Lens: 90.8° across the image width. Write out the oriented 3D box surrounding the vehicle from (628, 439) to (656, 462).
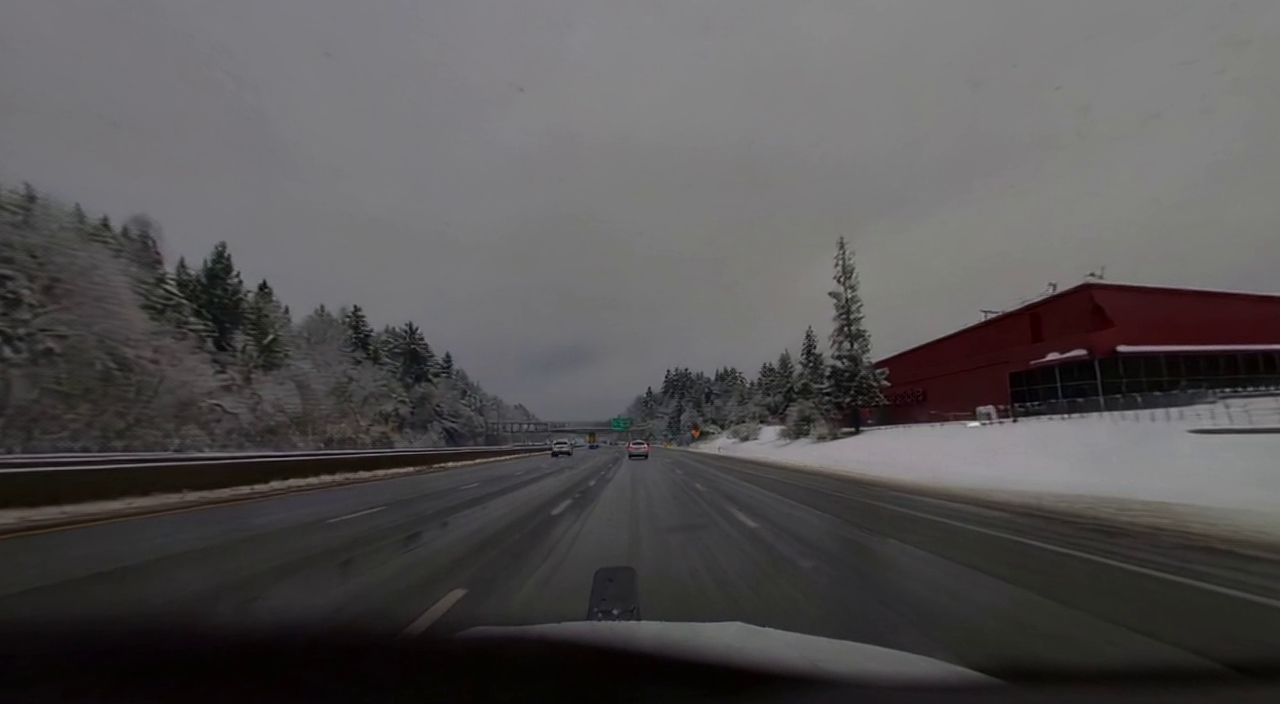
[{"bbox_3d":[0.156,7.535,48.245,2.073,1.635,4.195,0,-9,0],"label":"vehicle"}]
